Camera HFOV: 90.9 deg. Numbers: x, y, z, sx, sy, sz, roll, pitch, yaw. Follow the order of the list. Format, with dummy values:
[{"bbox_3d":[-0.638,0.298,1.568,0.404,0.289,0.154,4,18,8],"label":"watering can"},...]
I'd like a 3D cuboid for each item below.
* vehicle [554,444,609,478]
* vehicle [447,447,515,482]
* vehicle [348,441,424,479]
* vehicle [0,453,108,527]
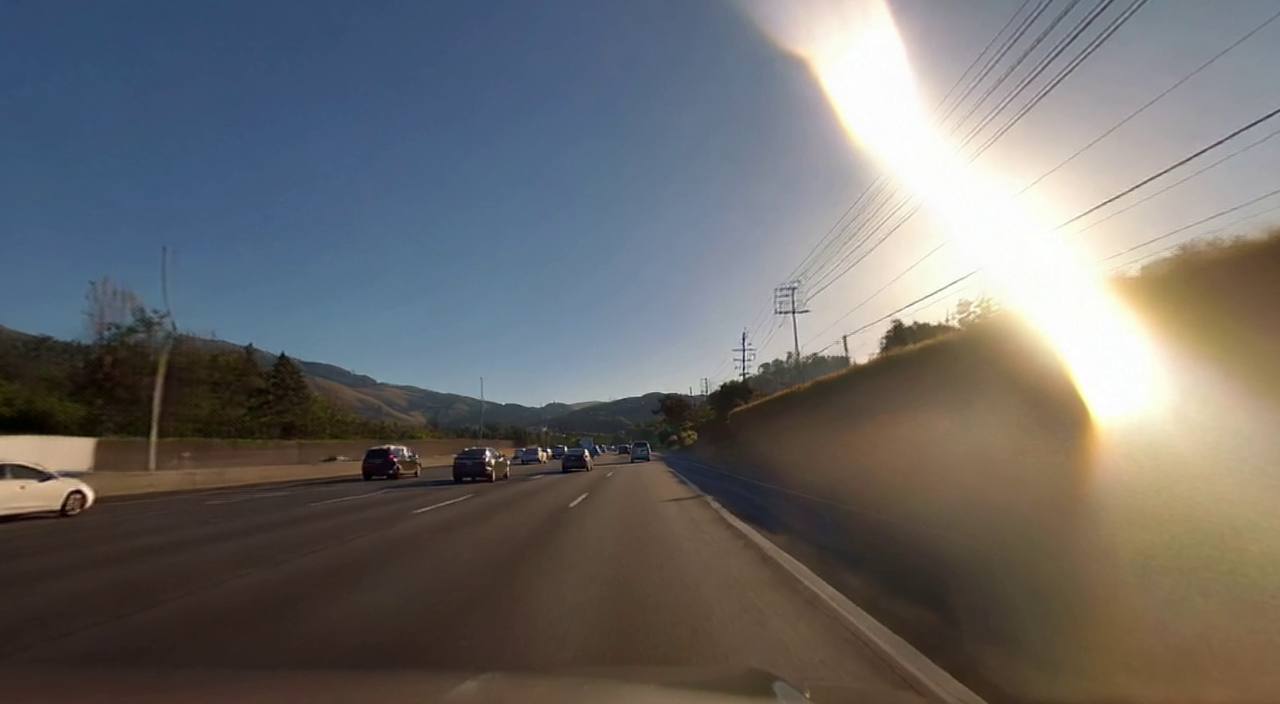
[{"bbox_3d":[-2.631,5.064,29.450,2.064,1.446,4.409,0,-9,1],"label":"vehicle"},{"bbox_3d":[-7.088,5.045,28.594,1.899,1.472,4.202,0,-9,1],"label":"vehicle"},{"bbox_3d":[-14.336,6.113,35.954,2.172,1.946,5.017,0,-9,1],"label":"vehicle"},{"bbox_3d":[-14.107,2.865,13.064,1.885,1.474,4.849,0,-9,1],"label":"vehicle"}]
